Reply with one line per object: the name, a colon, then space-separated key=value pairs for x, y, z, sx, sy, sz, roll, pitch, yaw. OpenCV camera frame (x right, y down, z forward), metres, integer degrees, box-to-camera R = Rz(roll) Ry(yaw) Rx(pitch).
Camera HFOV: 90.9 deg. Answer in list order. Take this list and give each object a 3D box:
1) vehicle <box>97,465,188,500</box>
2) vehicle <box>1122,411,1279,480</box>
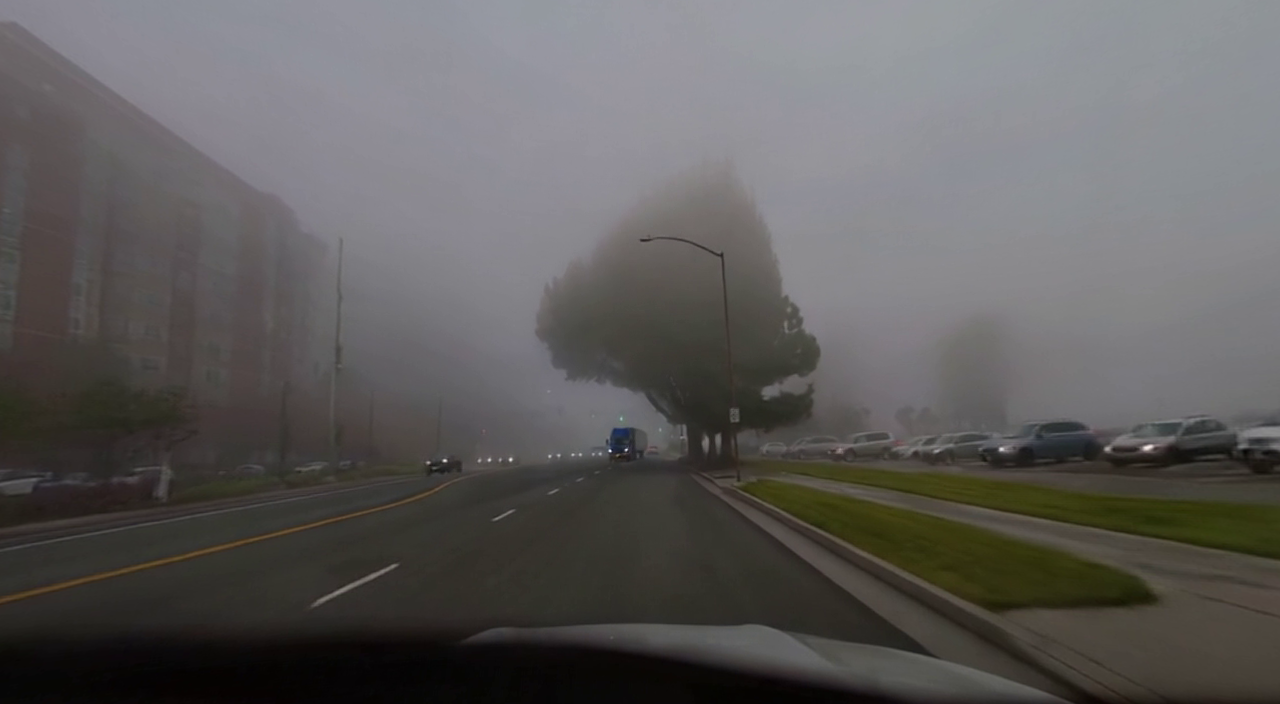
vehicle: x=-30.260 y=7.929 z=38.518 sx=1.967 sy=1.877 sz=4.256 roll=0 pitch=-9 yaw=0
vehicle: x=15.939 y=2.569 z=17.319 sx=3.917 sy=1.737 sz=1.922 roll=1 pitch=-9 yaw=-8
